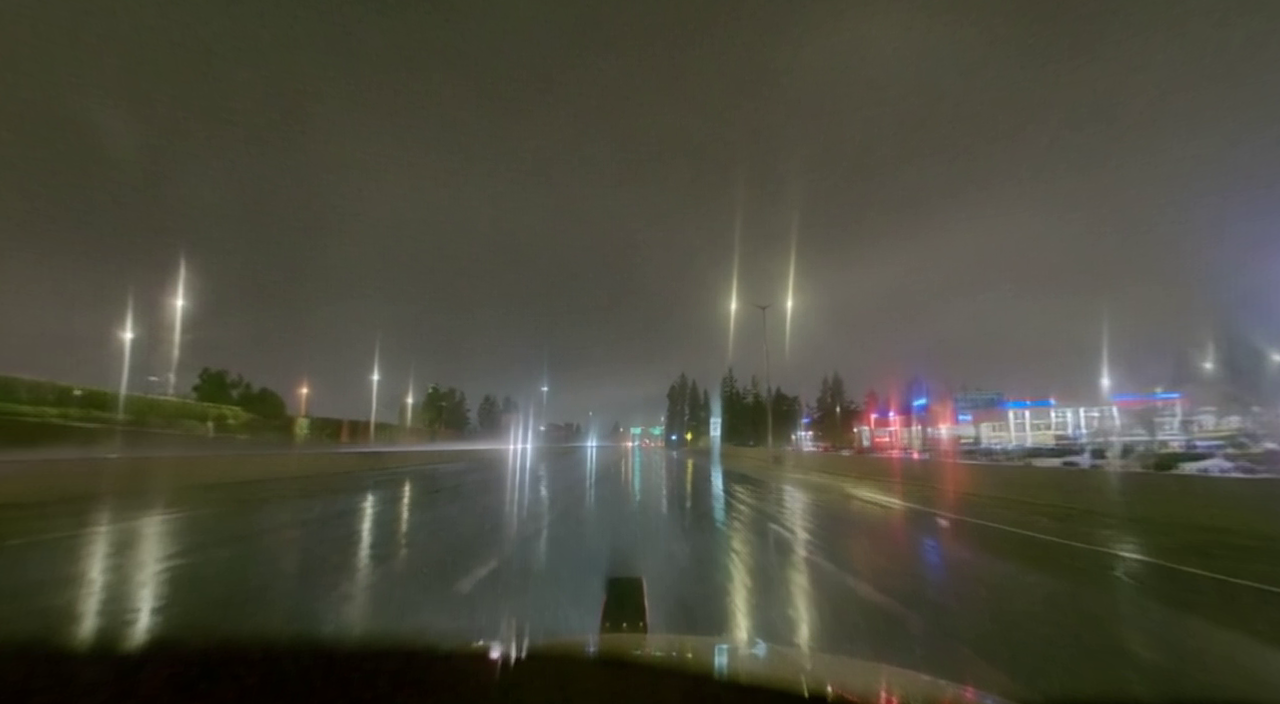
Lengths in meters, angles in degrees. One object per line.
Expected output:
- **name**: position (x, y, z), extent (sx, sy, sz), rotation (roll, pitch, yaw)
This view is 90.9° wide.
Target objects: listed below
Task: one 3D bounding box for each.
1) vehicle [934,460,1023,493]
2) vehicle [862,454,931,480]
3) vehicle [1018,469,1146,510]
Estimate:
- **vehicle**: position (17.017, 6.255, 31.813), extent (3.446, 1.394, 1.733), rotation (-3, -8, -1)
- **vehicle**: position (16.237, 7.289, 40.000), extent (3.645, 1.402, 1.624), rotation (-3, -7, 4)
- **vehicle**: position (16.147, 5.032, 23.149), extent (3.437, 1.354, 1.595), rotation (0, -9, 1)
